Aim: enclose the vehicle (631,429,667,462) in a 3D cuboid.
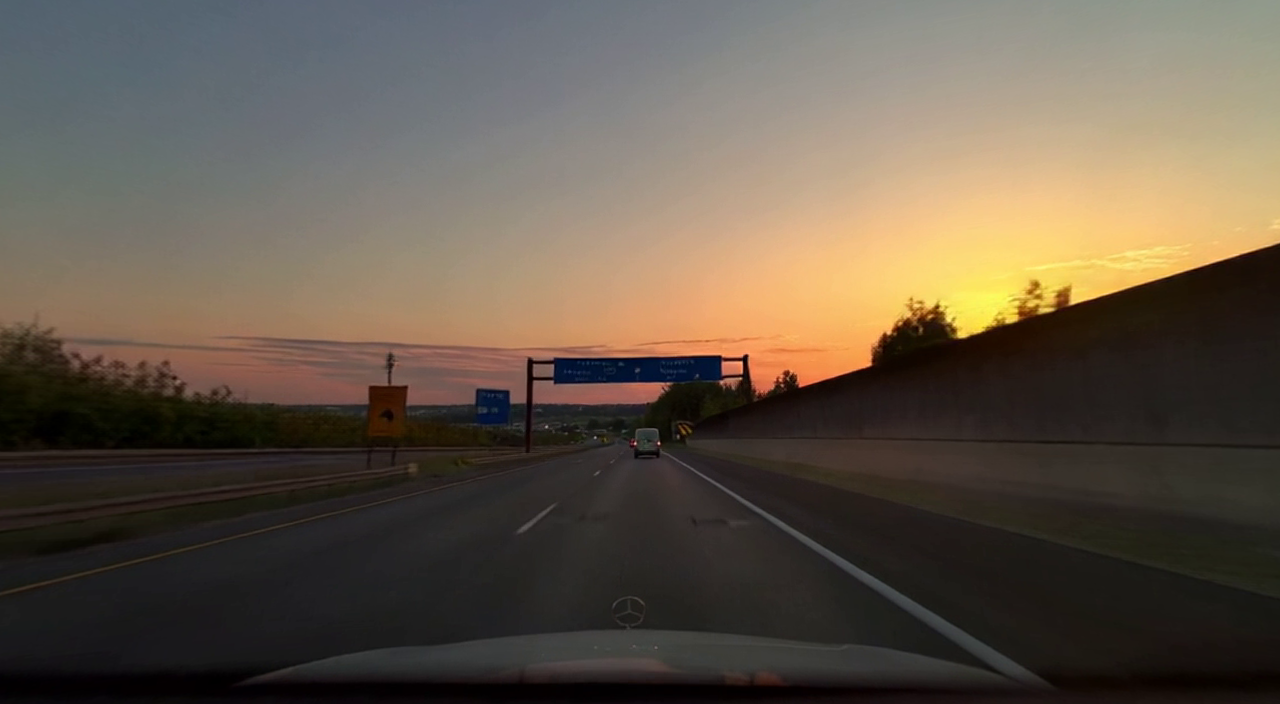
[{"bbox_3d":[0.639,6.317,42.605,2.277,2.109,4.922,0,-8,1],"label":"vehicle"}]
